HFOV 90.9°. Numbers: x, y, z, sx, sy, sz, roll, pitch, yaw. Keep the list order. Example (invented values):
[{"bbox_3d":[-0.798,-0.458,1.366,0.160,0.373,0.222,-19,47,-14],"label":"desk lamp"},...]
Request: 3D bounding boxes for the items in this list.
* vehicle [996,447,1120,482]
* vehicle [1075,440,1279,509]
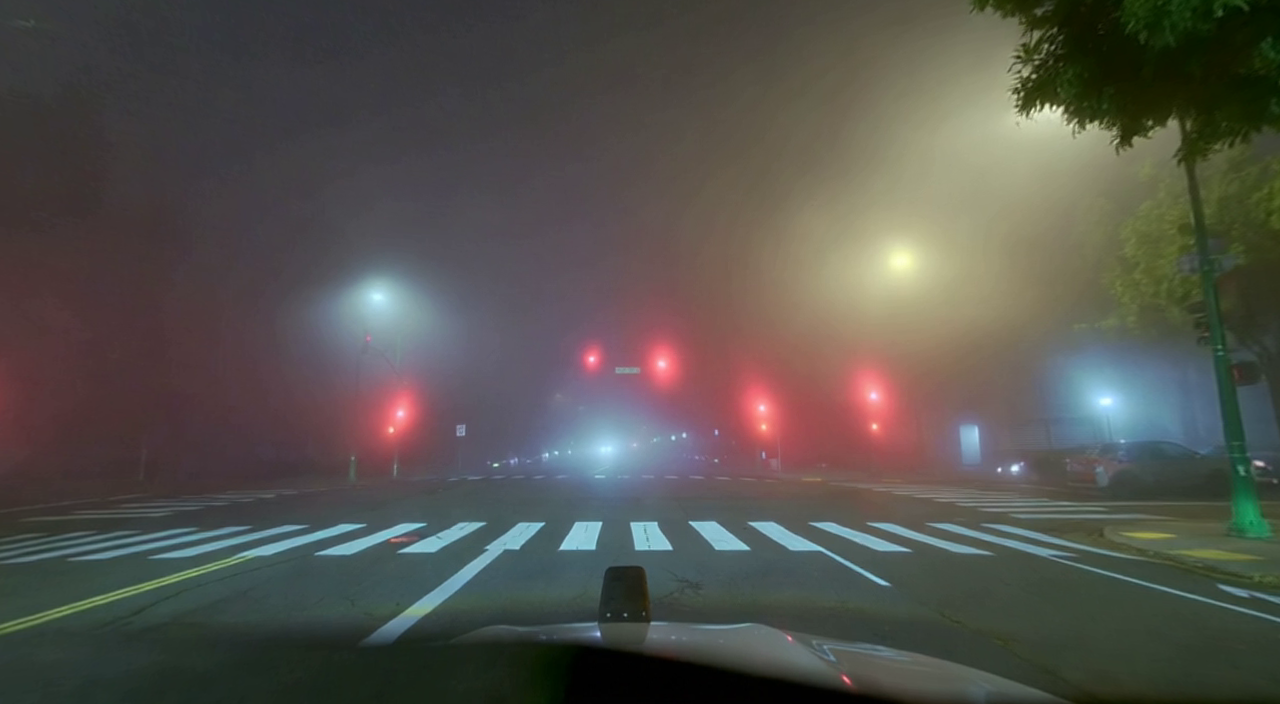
[{"bbox_3d":[19.622,5.280,29.756,4.368,1.522,1.972,-1,-8,2],"label":"vehicle"},{"bbox_3d":[12.996,2.785,14.562,4.424,1.436,1.804,-1,-8,5],"label":"vehicle"}]
